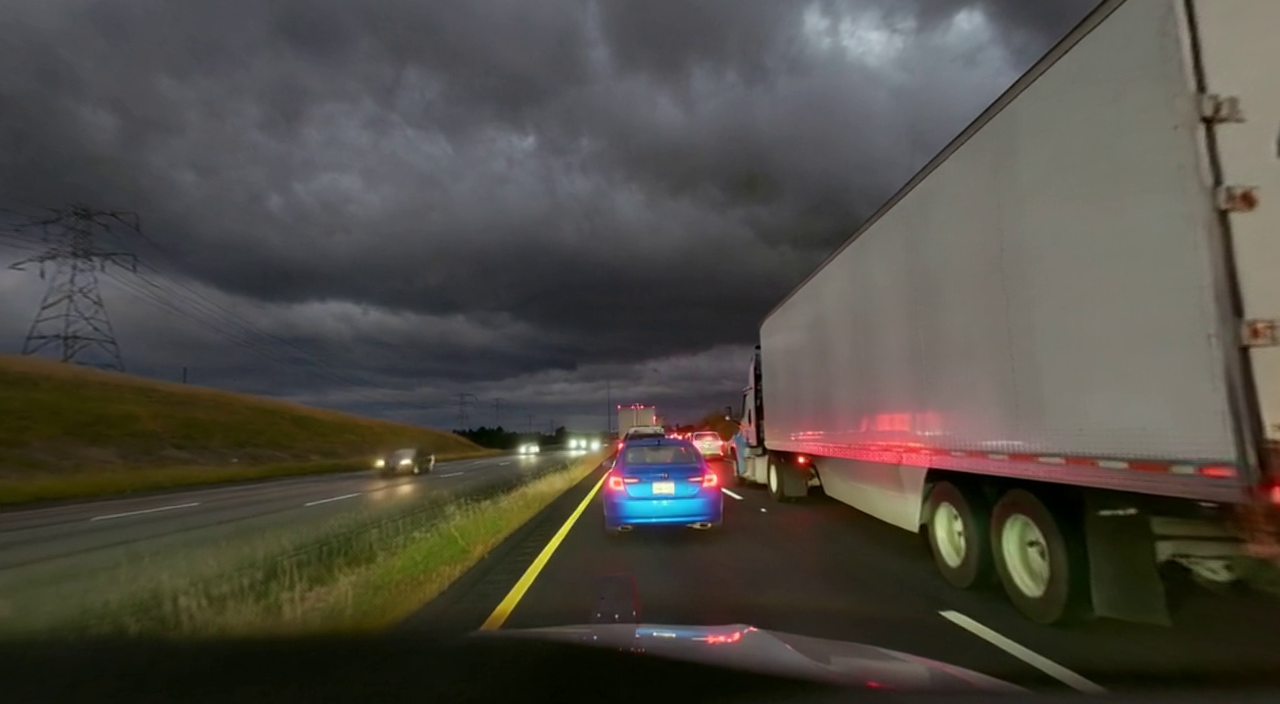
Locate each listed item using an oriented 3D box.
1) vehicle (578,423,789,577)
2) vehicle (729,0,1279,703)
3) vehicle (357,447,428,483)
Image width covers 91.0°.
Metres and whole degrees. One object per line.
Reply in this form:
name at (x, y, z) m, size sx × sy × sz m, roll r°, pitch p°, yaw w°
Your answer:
vehicle at (0.347, 1.692, 7.951) m, size 2.045 × 1.446 × 3.597 m, roll 0°, pitch -8°, yaw -2°
vehicle at (4.205, 0.628, 9.784) m, size 3.138 × 4.065 × 14.276 m, roll 0°, pitch -8°, yaw -2°
vehicle at (-11.808, 5.404, 30.325) m, size 1.856 × 1.559 × 3.844 m, roll -1°, pitch -8°, yaw 0°
